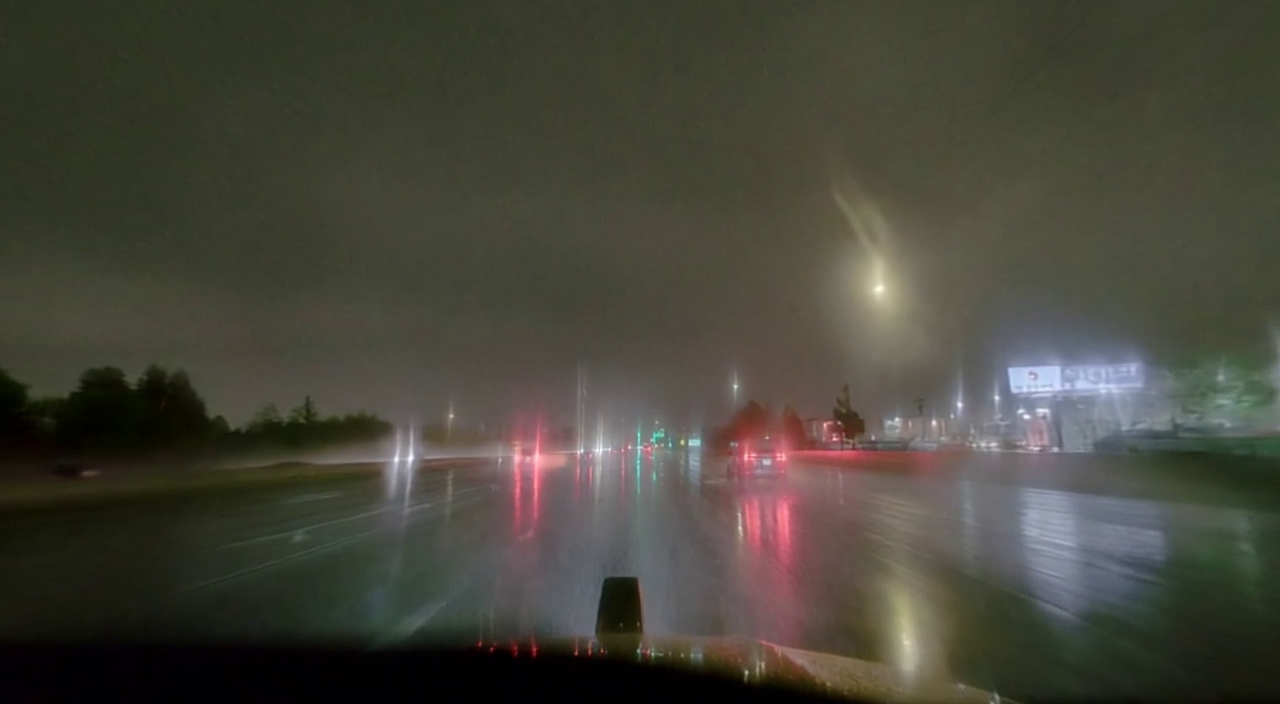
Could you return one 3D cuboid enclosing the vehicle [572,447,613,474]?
[{"bbox_3d":[-2.801,6.528,38.006,2.139,1.510,4.506,0,-9,0],"label":"vehicle"}]

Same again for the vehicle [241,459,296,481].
[{"bbox_3d":[-27.777,8.840,47.199,1.722,1.495,3.786,0,-9,0],"label":"vehicle"}]

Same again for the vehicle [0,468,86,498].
[{"bbox_3d":[-33.671,7.266,35.155,1.813,1.475,3.941,0,-9,1],"label":"vehicle"}]

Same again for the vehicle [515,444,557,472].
[{"bbox_3d":[-7.323,7.512,44.881,2.112,1.813,4.716,0,-9,1],"label":"vehicle"}]

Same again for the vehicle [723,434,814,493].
[{"bbox_3d":[4.269,3.783,21.706,2.109,1.764,4.704,0,-9,0],"label":"vehicle"}]
